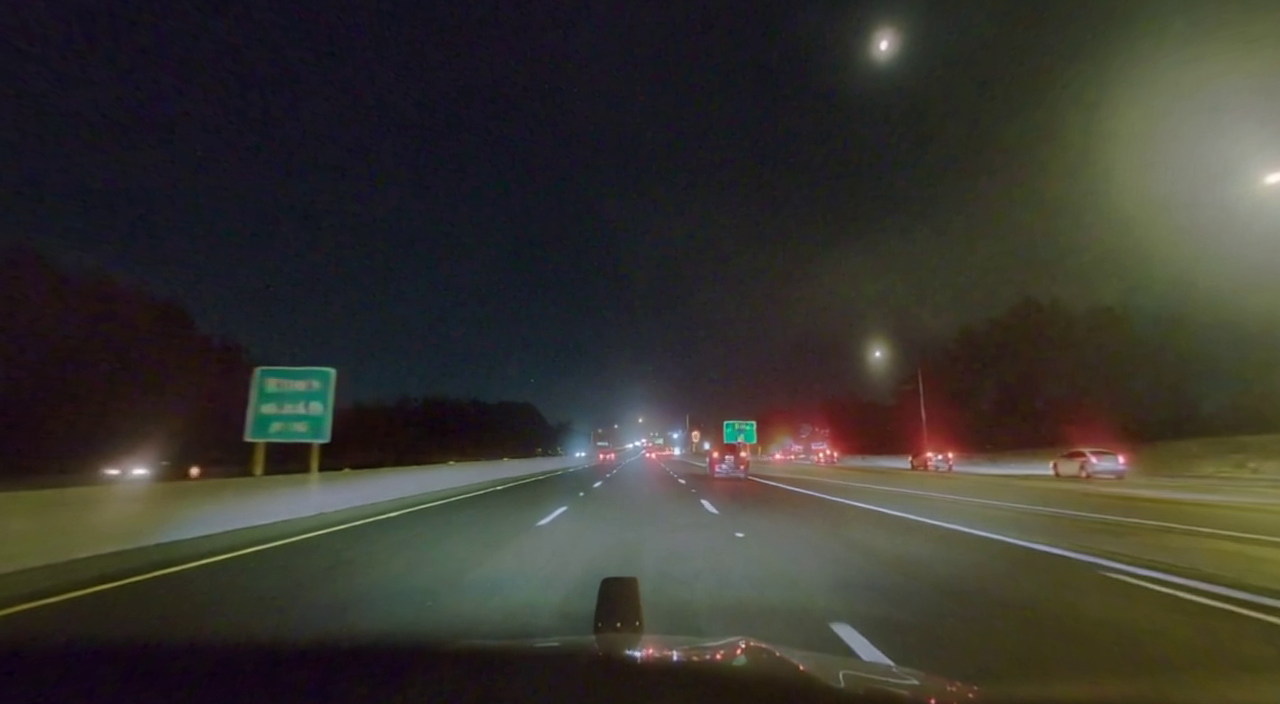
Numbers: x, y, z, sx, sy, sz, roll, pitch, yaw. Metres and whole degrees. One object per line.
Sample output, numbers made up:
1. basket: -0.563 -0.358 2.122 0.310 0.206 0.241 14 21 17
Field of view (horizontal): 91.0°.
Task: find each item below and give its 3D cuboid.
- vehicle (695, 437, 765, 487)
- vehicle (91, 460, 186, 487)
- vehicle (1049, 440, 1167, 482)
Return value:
1. vehicle: 3.440 4.306 24.961 2.147 1.794 4.538 0 -9 0
2. vehicle: -31.361 7.581 39.586 1.992 1.512 4.808 0 -9 1
3. vehicle: 21.852 5.094 29.703 2.116 1.754 4.727 0 -9 4
